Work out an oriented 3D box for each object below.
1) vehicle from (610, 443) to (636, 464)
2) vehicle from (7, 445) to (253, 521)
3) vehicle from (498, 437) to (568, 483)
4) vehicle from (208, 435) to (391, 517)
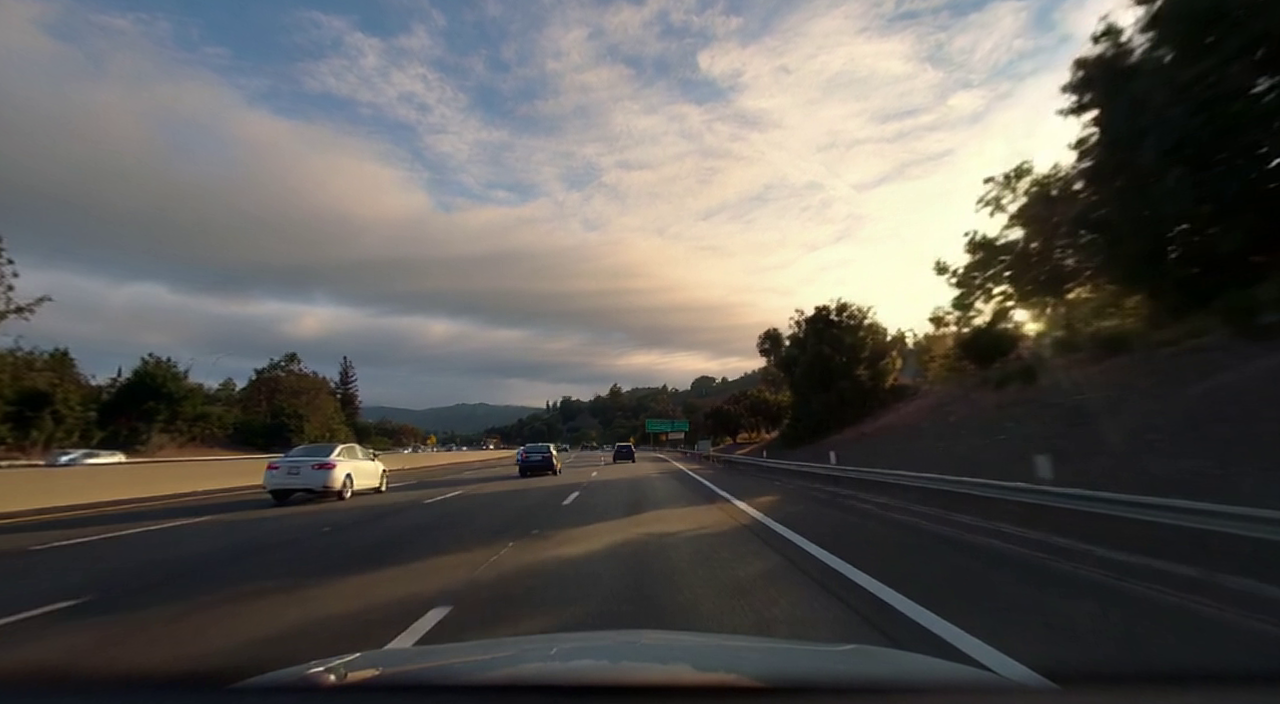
[{"bbox_3d":[-1.285,7.525,46.876,1.881,1.460,3.694,0,-8,-2],"label":"vehicle"},{"bbox_3d":[-11.816,3.015,15.194,2.028,1.499,4.702,0,-8,0],"label":"vehicle"},{"bbox_3d":[-4.082,4.201,24.799,1.991,1.610,4.606,0,-8,-1],"label":"vehicle"},{"bbox_3d":[-7.730,2.812,14.870,2.086,1.628,4.039,0,-8,-1],"label":"vehicle"}]
